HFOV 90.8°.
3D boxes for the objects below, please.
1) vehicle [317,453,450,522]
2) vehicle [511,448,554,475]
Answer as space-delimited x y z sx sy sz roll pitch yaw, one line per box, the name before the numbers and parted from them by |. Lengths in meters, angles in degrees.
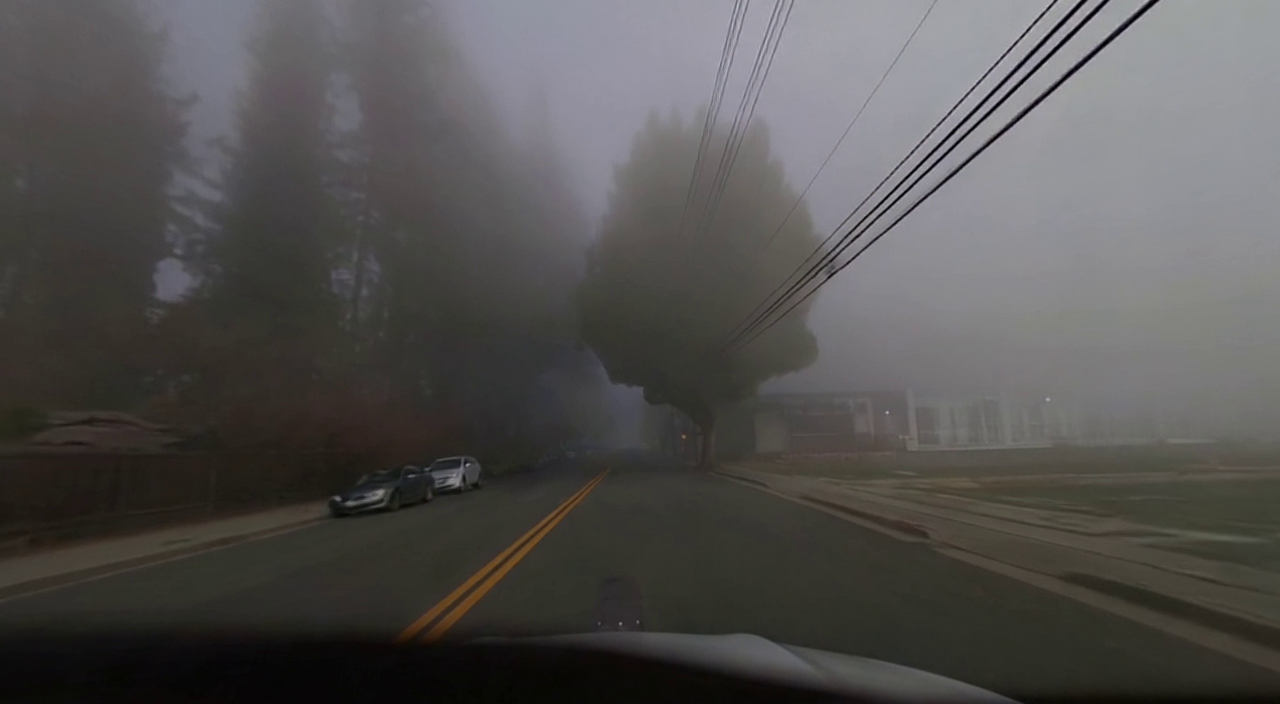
vehicle | -6.672 3.512 16.979 1.815 1.402 4.559 -4 -8 -2
vehicle | -6.736 6.914 39.977 1.887 1.460 4.444 -4 -8 0
